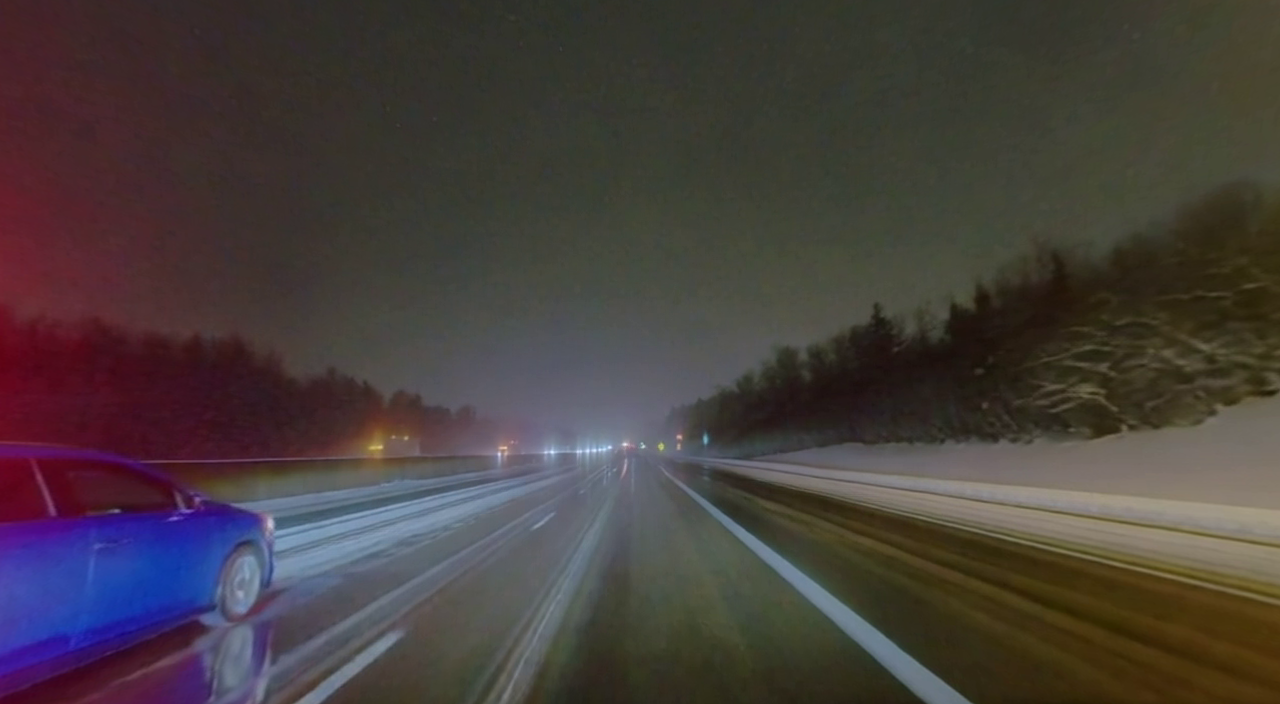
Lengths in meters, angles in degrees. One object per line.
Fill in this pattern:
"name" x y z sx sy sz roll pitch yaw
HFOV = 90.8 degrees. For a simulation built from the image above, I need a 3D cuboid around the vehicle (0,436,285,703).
"vehicle" -3.941 1.192 3.273 1.935 1.479 3.787 0 -9 1
